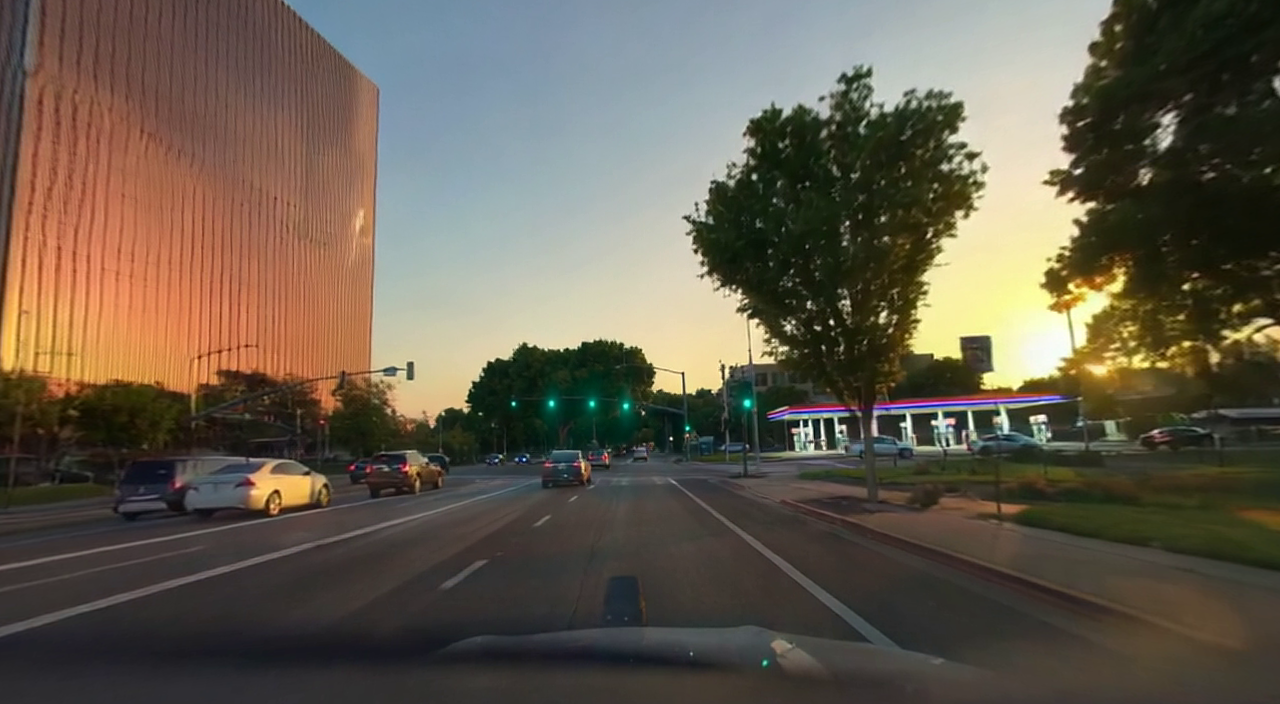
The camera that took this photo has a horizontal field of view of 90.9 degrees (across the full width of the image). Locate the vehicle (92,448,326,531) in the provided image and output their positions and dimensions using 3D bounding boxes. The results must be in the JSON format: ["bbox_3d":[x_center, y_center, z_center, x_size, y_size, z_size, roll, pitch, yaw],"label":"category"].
[{"bbox_3d":[-9.460,3.000,14.485,1.965,1.541,4.718,-1,-8,1],"label":"vehicle"}]

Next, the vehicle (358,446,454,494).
[{"bbox_3d":[-9.148,4.615,25.116,2.068,1.659,4.509,-1,-8,1],"label":"vehicle"}]

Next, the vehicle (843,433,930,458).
[{"bbox_3d":[18.060,6.869,46.214,5.708,1.585,2.070,-4,-6,24],"label":"vehicle"}]

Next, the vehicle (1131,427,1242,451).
[{"bbox_3d":[34.905,5.594,40.431,4.849,1.399,2.057,-2,-9,17],"label":"vehicle"}]

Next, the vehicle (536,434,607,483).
[{"bbox_3d":[-3.153,5.110,30.592,2.602,2.091,6.347,-1,-8,2],"label":"vehicle"}]

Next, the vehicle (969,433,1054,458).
[{"bbox_3d":[25.580,6.468,43.610,4.700,1.579,1.823,-4,-9,19],"label":"vehicle"}]
